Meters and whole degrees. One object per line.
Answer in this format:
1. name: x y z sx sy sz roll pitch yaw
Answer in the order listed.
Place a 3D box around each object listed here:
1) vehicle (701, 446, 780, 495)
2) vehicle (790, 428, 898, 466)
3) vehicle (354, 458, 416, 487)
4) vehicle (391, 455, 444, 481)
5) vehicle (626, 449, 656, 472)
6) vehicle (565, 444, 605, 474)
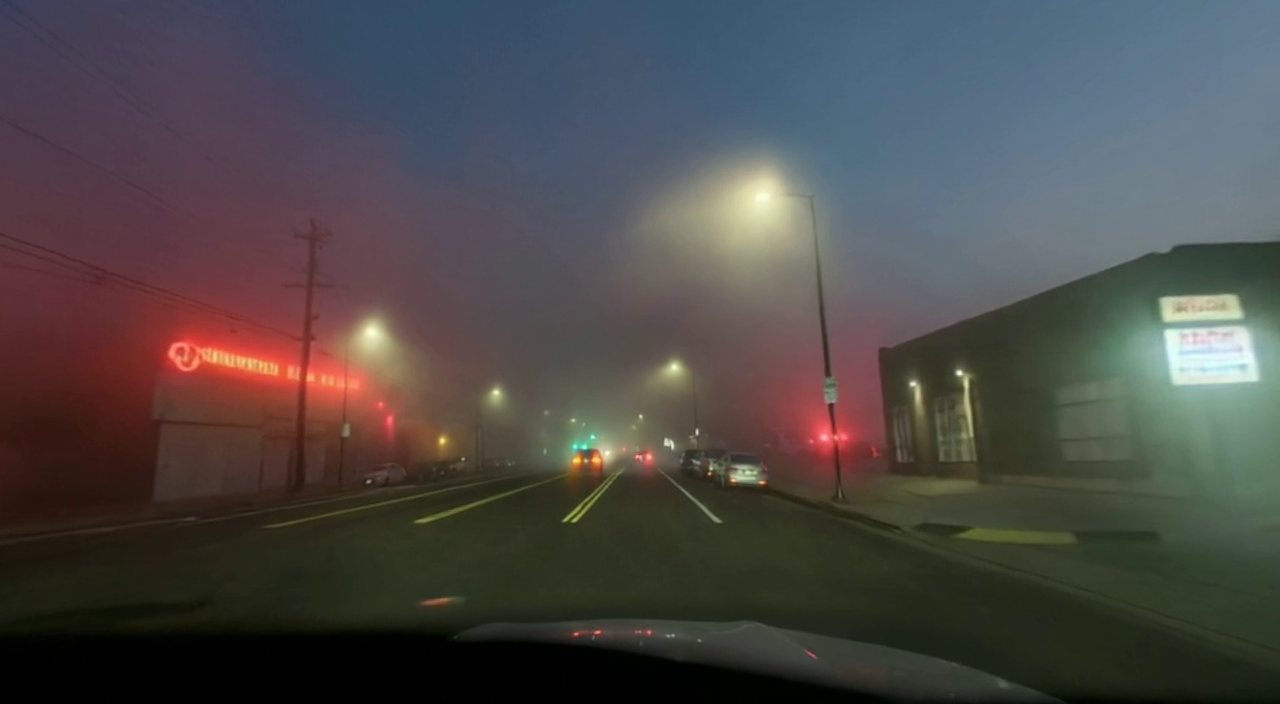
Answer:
1. vehicle: 3.602 4.317 23.536 2.042 1.487 5.033 3 -8 0
2. vehicle: 12.389 5.753 38.598 5.603 1.659 2.393 -5 -7 -4
3. vehicle: -15.663 7.382 39.047 1.883 1.493 4.880 -3 -8 -1
4. vehicle: -15.697 8.165 44.854 2.076 1.518 4.981 -3 -8 -1
5. vehicle: 0.058 7.795 45.657 2.099 1.470 4.270 0 -8 -1
6. vehicle: -3.613 7.155 42.671 2.348 1.831 4.737 0 -8 -1
